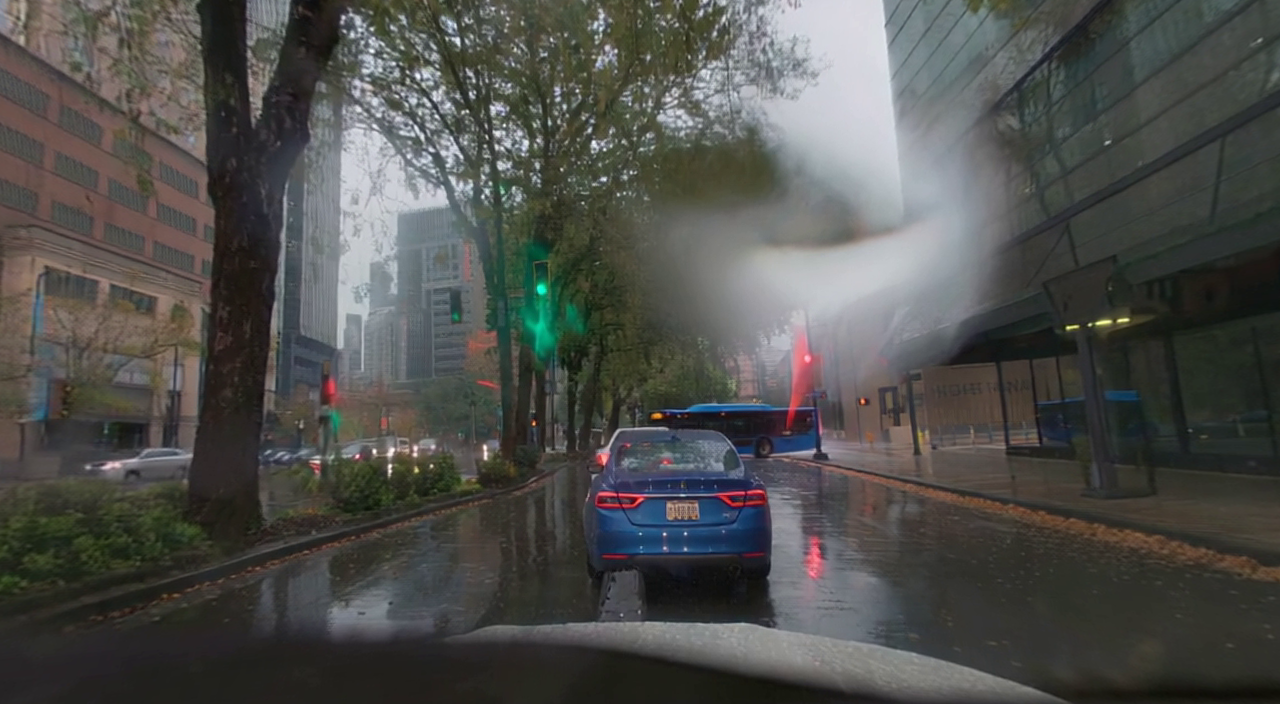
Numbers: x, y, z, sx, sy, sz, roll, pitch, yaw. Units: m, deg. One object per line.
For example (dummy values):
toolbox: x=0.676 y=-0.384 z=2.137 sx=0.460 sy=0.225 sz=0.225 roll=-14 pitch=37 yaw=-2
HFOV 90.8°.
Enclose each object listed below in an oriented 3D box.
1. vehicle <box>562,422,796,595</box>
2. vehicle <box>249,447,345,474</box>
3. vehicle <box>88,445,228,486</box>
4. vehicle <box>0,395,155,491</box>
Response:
vehicle: x=0.370 y=1.633 z=7.400 sx=2.006 sy=1.470 sz=3.799 roll=0 pitch=-8 yaw=1
vehicle: x=-20.261 y=6.384 z=37.597 sx=1.883 sy=1.461 sz=4.830 roll=-4 pitch=-9 yaw=23
vehicle: x=-21.335 y=4.998 z=28.234 sx=1.892 sy=1.645 sz=4.561 roll=-3 pitch=-9 yaw=21
vehicle: x=-25.937 y=3.649 z=25.339 sx=2.692 sy=3.685 sz=10.153 roll=-3 pitch=-9 yaw=20
